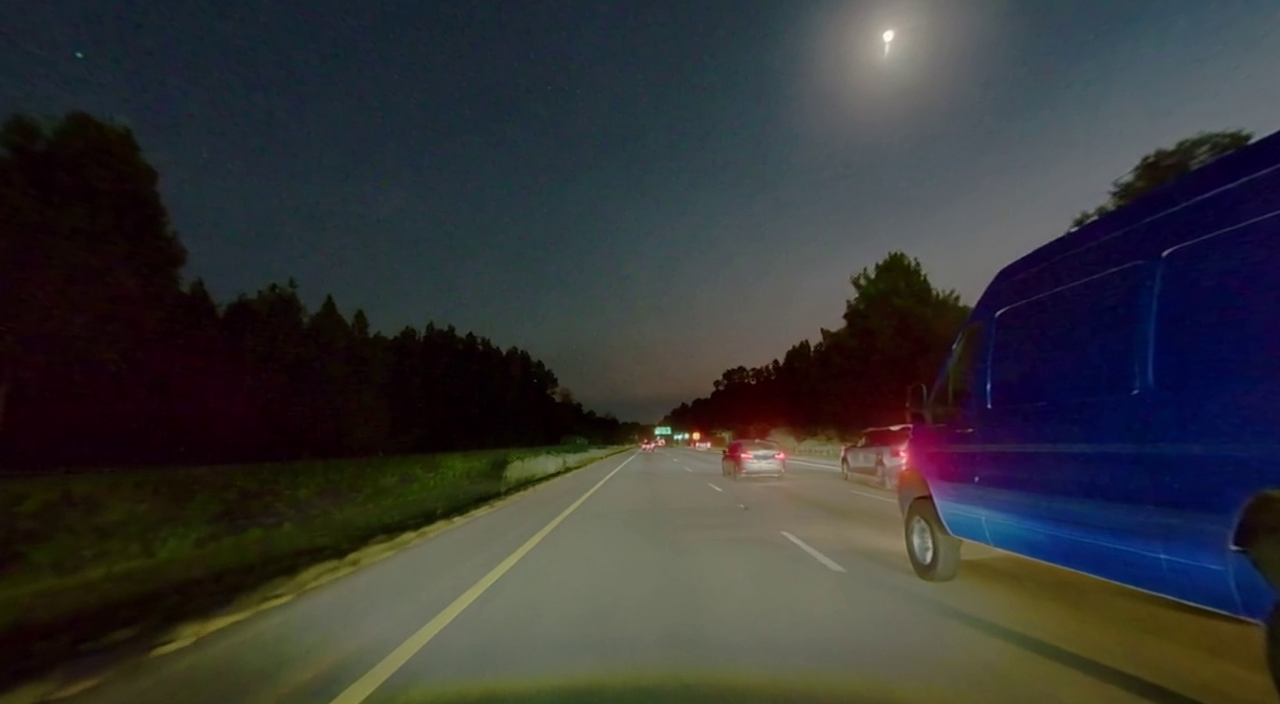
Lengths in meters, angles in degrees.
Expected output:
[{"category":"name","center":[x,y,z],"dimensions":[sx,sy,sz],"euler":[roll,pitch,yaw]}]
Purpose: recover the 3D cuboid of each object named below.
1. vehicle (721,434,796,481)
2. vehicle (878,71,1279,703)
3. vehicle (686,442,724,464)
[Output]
[{"category":"vehicle","center":[4.499,4.051,24.597],"dimensions":[2.034,1.651,4.342],"euler":[0,-8,0]},{"category":"vehicle","center":[3.631,0.436,3.552],"dimensions":[2.302,2.670,5.912],"euler":[0,-8,1]},{"category":"vehicle","center":[4.389,6.880,43.216],"dimensions":[2.050,1.448,4.123],"euler":[0,-8,-1]}]
